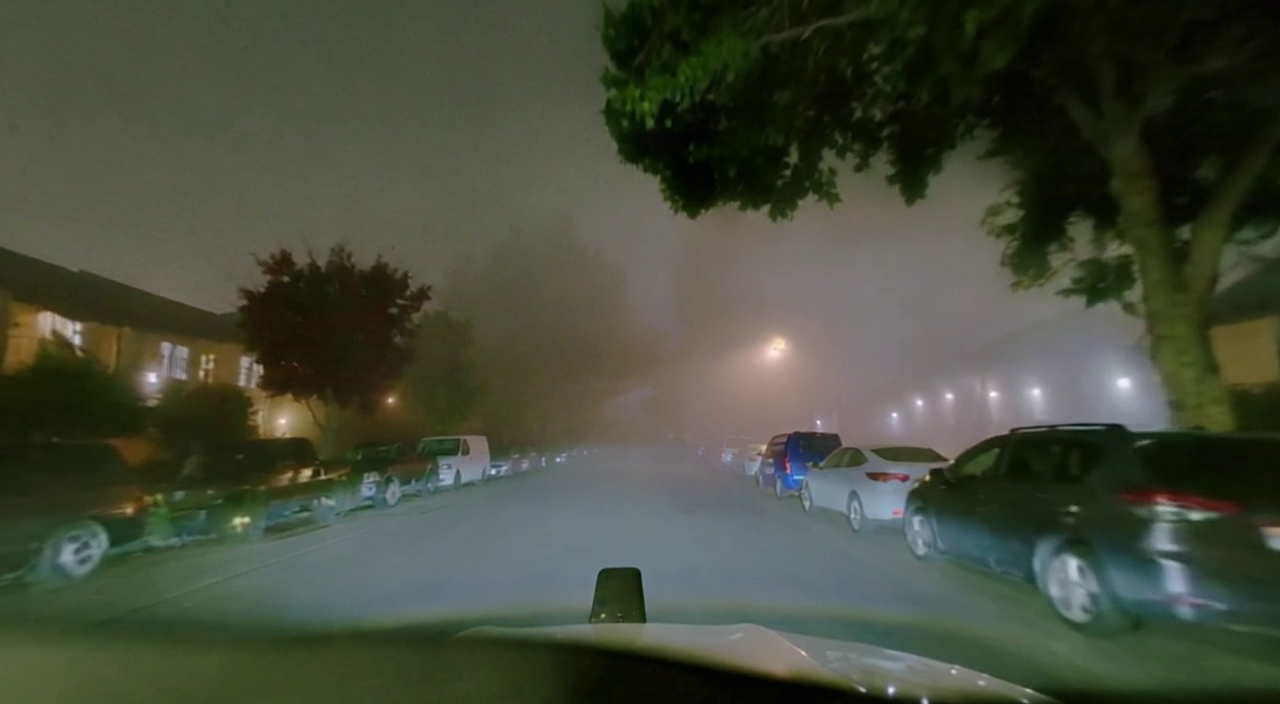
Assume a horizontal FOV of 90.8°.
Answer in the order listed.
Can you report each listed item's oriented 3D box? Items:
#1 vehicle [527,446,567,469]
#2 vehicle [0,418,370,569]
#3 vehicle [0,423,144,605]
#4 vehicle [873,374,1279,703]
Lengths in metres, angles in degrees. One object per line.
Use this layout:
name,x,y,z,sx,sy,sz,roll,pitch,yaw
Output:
vehicle,-6.338,7.195,43.439,1.869,1.467,4.921,-1,-9,1
vehicle,-7.118,2.286,11.007,1.965,1.797,6.086,-3,-10,2
vehicle,-7.100,1.504,5.431,1.898,1.715,4.537,-3,-8,2
vehicle,4.003,1.333,5.595,1.903,1.714,5.092,0,-9,0
